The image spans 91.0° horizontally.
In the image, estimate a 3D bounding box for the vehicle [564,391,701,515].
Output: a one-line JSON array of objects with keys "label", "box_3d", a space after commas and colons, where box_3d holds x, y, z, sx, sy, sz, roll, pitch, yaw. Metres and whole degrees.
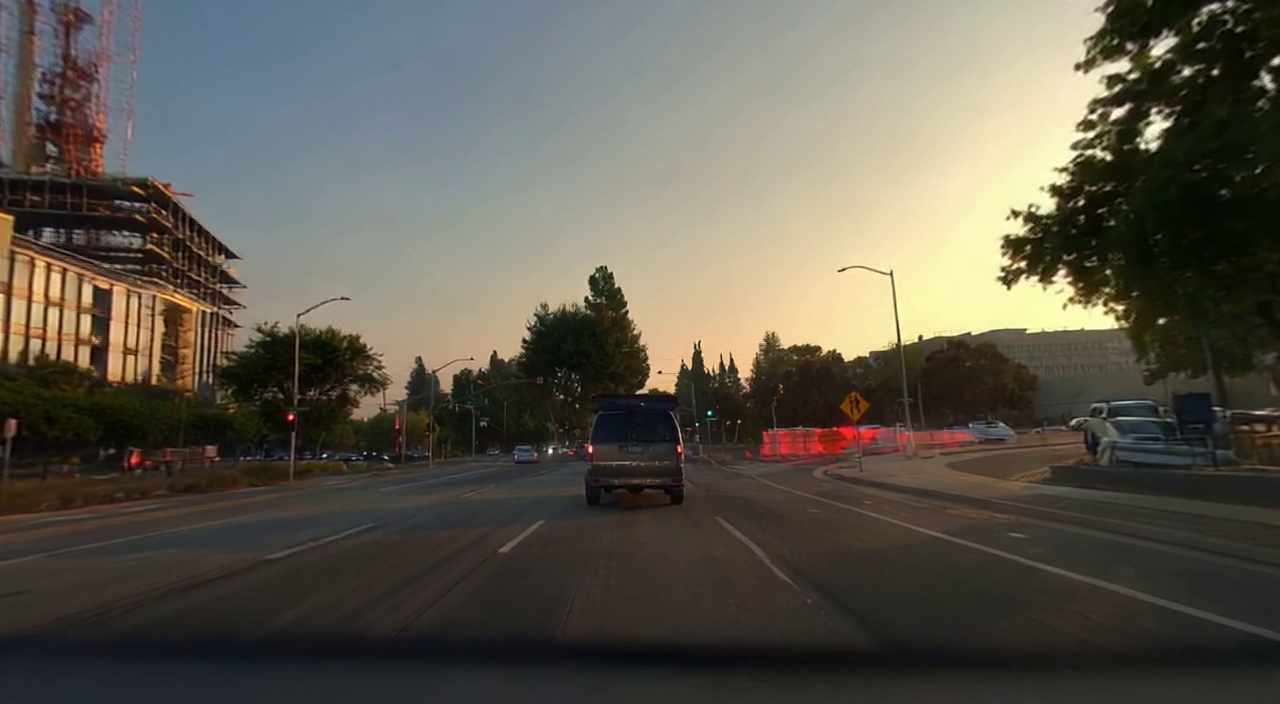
[{"label": "vehicle", "box_3d": [-0.277, 2.158, 13.798, 2.350, 2.122, 5.801, 0, -8, -3]}]

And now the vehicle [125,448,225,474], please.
[{"label": "vehicle", "box_3d": [-36.048, 8.425, 48.948, 5.755, 1.945, 2.403, 0, -8, -1]}]

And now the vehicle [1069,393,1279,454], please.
[{"label": "vehicle", "box_3d": [14.806, 2.015, 17.194, 4.986, 1.467, 2.025, -6, -10, 34]}]

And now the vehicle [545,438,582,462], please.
[{"label": "vehicle", "box_3d": [-5.920, 7.612, 49.105, 2.068, 1.750, 4.361, -1, -8, 3]}]
